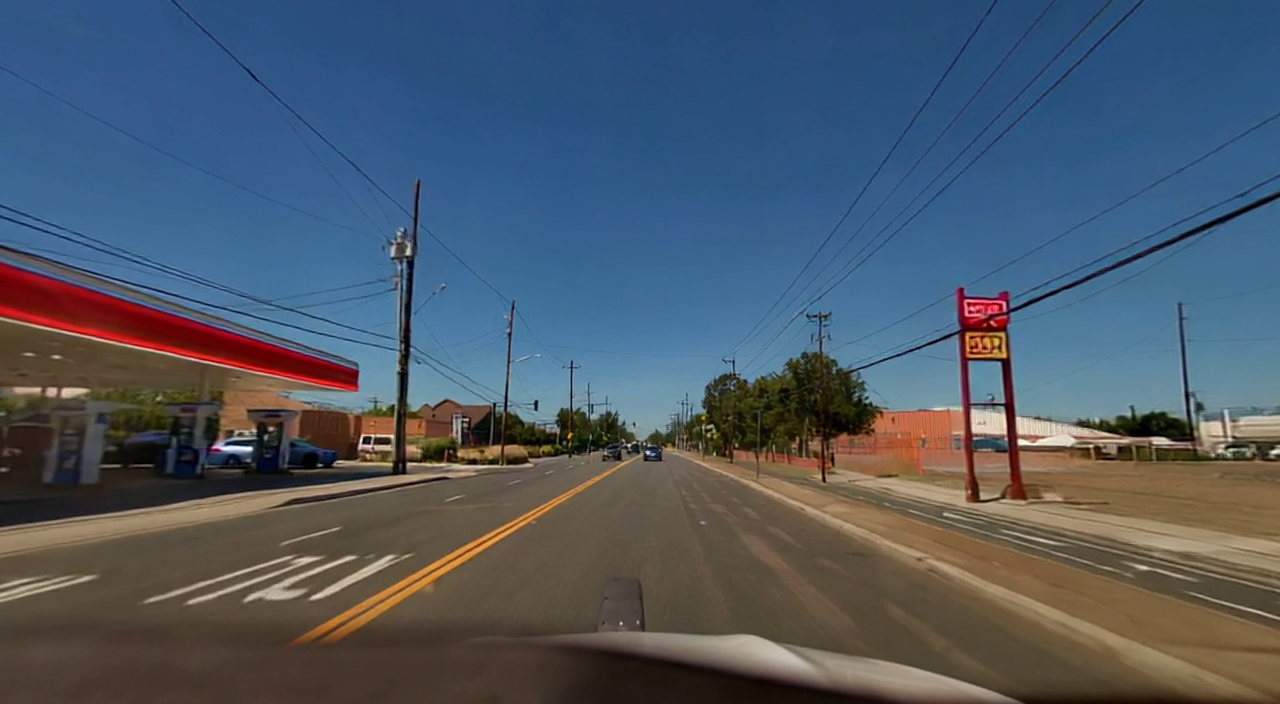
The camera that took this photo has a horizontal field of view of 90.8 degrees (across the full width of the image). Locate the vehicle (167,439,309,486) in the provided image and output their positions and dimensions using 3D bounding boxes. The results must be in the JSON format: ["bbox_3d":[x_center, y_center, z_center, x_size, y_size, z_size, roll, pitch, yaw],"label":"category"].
[{"bbox_3d":[-13.765,3.776,22.036,1.947,1.435,4.606,0,-8,-1],"label":"vehicle"}]

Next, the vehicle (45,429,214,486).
[{"bbox_3d":[-16.883,3.490,21.243,1.928,1.708,4.344,0,-8,2],"label":"vehicle"}]
